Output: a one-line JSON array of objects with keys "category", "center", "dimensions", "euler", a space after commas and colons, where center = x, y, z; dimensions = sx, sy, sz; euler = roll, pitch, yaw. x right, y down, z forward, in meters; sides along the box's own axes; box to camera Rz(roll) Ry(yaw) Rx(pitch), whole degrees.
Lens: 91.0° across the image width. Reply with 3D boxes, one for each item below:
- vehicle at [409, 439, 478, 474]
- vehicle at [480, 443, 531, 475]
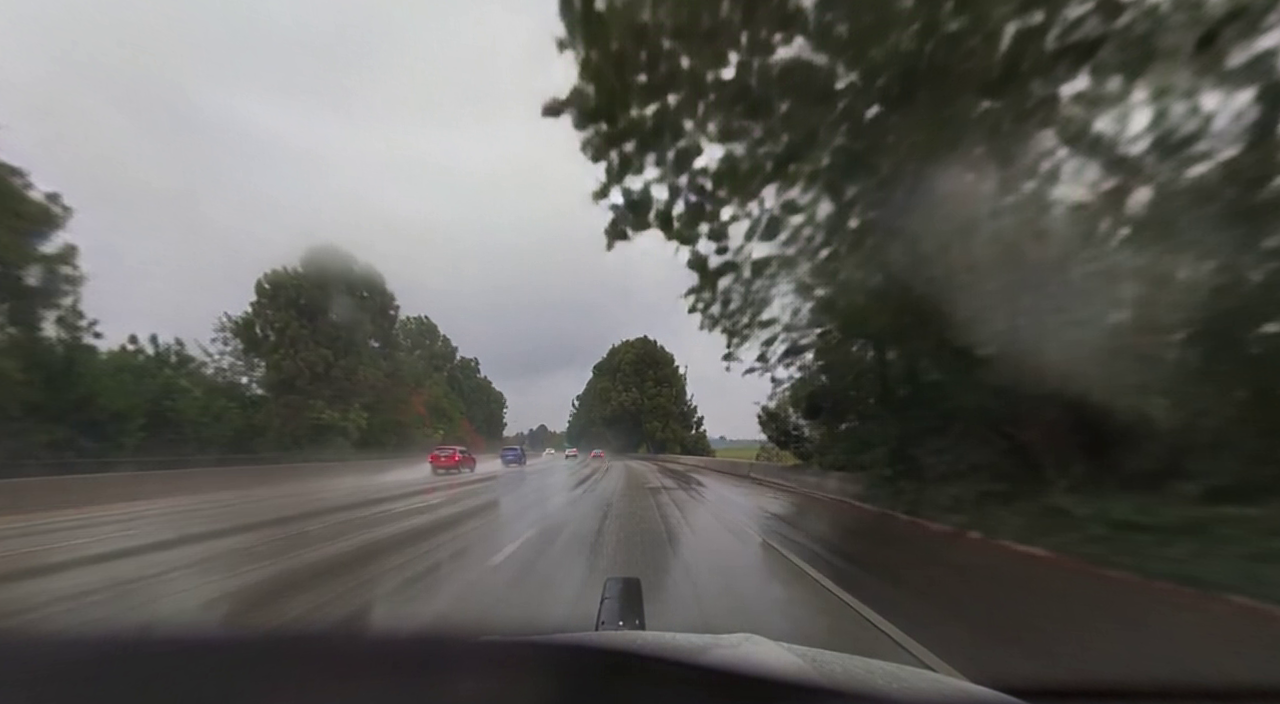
[{"category": "vehicle", "center": [-11.665, 6.247, 37.888], "dimensions": [2.425, 1.926, 5.584], "euler": [0, -9, -1]}, {"category": "vehicle", "center": [-7.619, 6.078, 36.032], "dimensions": [2.060, 1.680, 4.255], "euler": [0, -9, -1]}]
